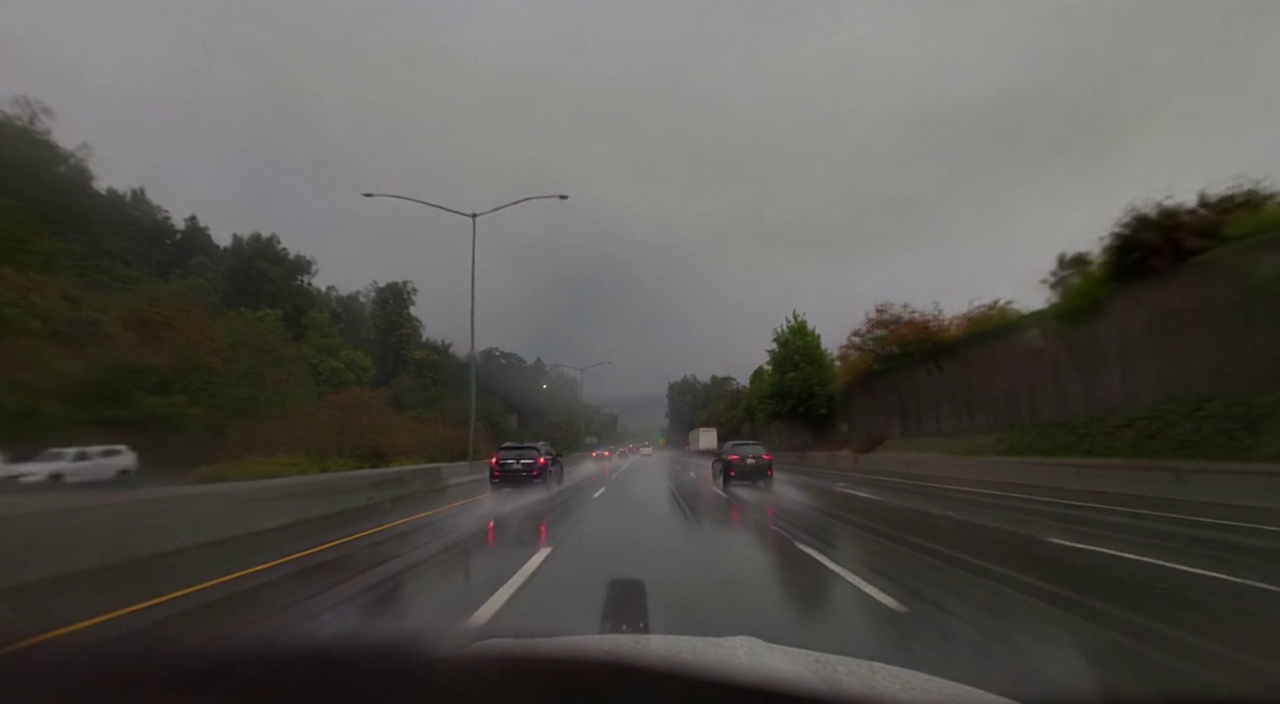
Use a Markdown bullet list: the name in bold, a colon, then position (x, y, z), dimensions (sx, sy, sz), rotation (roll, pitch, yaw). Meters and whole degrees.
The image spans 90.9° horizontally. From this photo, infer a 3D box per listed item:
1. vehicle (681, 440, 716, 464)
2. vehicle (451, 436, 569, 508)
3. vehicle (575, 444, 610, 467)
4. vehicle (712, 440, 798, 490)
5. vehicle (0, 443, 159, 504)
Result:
- **vehicle**: position (4.427, 7.630, 48.399), dimensions (2.144, 1.752, 4.765), rotation (0, -8, 0)
- **vehicle**: position (-3.224, 3.068, 16.777), dimensions (1.974, 1.589, 5.047), rotation (-1, -8, 1)
- **vehicle**: position (-3.300, 7.331, 44.995), dimensions (2.099, 1.494, 4.504), rotation (-1, -8, 1)
- **vehicle**: position (3.730, 3.739, 21.367), dimensions (2.040, 1.461, 4.822), rotation (-1, -8, 1)
- **vehicle**: position (-23.631, 4.620, 24.518), dimensions (2.721, 2.129, 9.070), rotation (-1, -8, 1)
